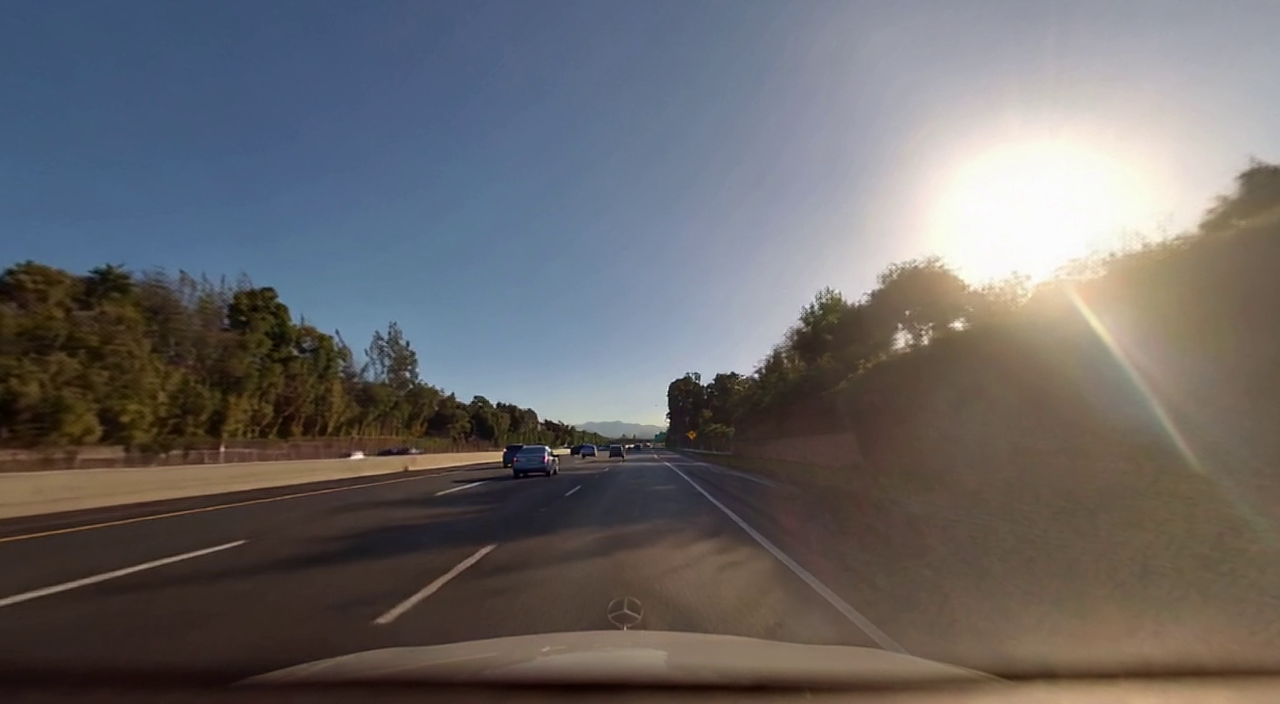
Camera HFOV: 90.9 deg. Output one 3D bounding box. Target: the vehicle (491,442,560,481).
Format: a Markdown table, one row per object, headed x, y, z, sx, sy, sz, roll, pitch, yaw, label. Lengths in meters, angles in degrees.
| x | y | z | sx | sy | sz | roll | pitch | yaw | label |
| --- | --- | --- | --- | --- | --- | --- | --- | --- | --- |
| -4.851 | 4.711 | 27.489 | 2.081 | 1.514 | 4.943 | 0 | -8 | 0 | vehicle |
